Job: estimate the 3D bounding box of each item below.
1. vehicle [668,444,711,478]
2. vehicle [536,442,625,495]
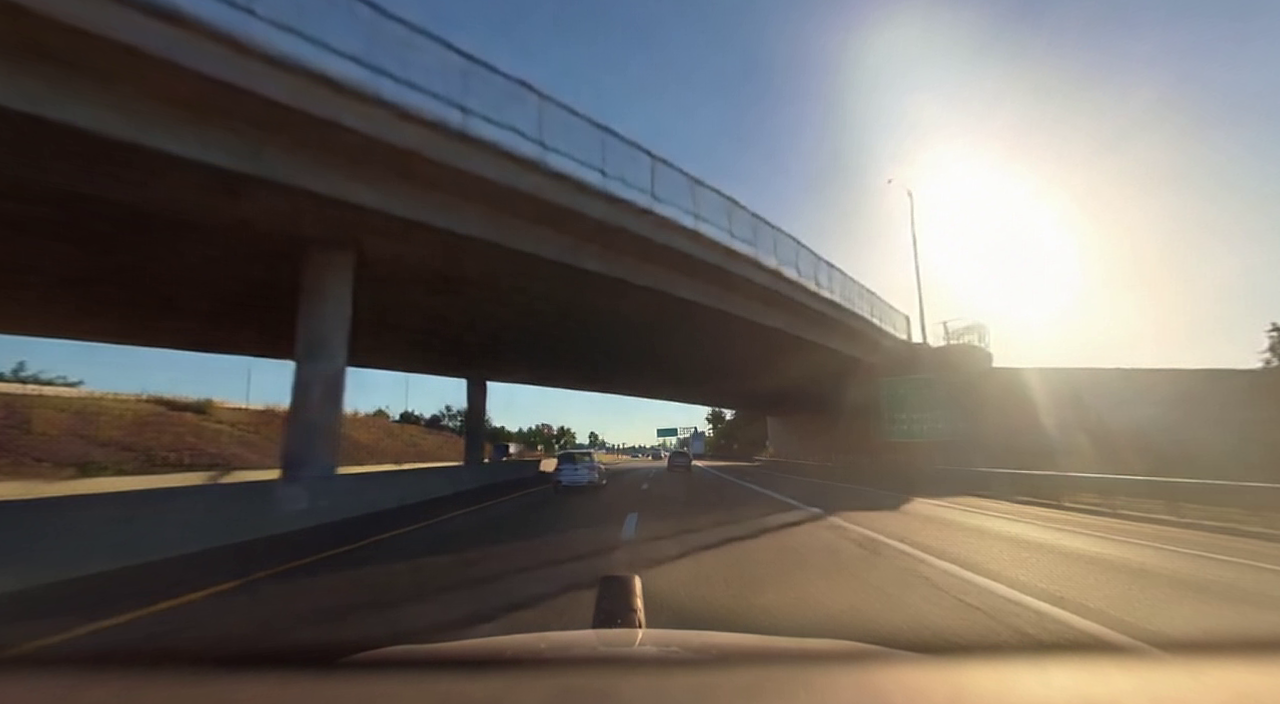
[{"bbox_3d":[2.615,5.574,32.358,1.969,1.595,3.964,-2,-9,8],"label":"vehicle"},{"bbox_3d":[-1.896,3.884,21.365,2.084,1.594,4.219,-2,-9,8],"label":"vehicle"}]
